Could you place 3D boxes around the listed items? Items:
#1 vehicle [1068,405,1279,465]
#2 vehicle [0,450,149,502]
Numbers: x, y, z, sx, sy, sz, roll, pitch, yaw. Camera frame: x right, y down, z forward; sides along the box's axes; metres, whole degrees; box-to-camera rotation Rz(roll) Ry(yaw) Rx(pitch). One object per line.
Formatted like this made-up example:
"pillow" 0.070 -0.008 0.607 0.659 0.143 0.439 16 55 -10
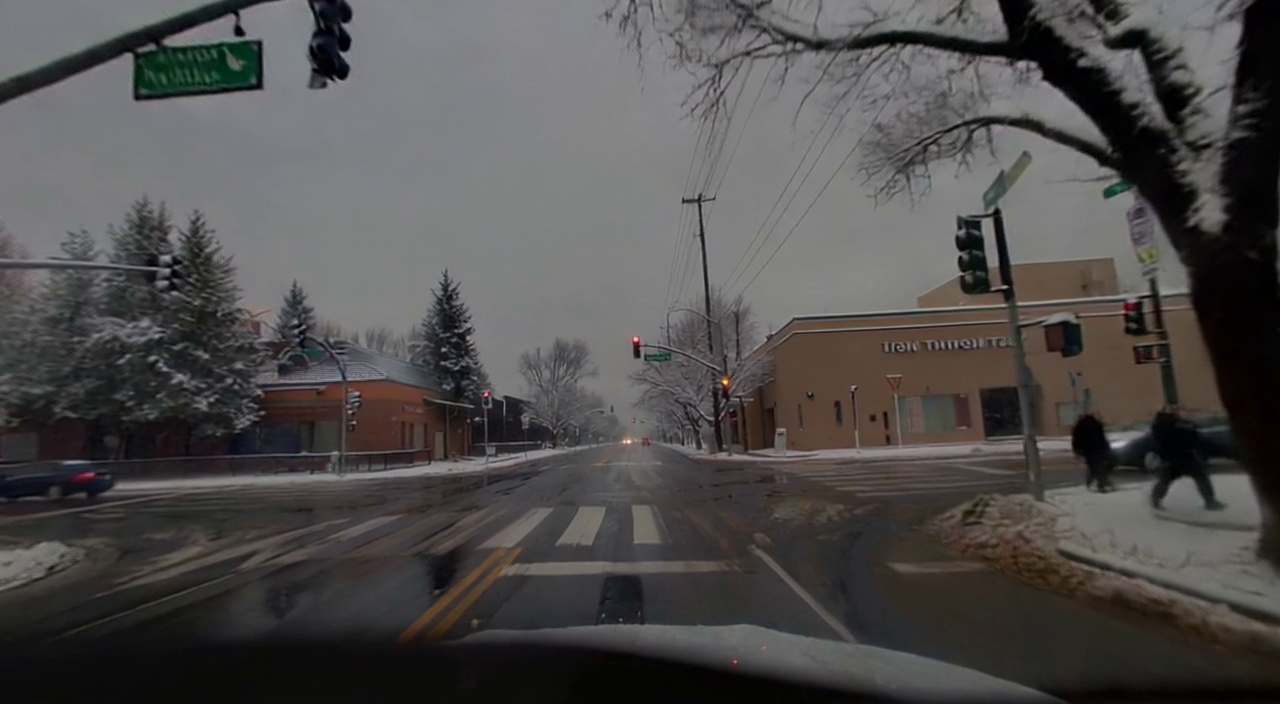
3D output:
"vehicle" 14.514 2.246 16.977 4.632 1.484 1.907 0 -8 -2
"vehicle" -19.479 4.120 21.060 4.624 1.478 2.118 -4 -9 5
